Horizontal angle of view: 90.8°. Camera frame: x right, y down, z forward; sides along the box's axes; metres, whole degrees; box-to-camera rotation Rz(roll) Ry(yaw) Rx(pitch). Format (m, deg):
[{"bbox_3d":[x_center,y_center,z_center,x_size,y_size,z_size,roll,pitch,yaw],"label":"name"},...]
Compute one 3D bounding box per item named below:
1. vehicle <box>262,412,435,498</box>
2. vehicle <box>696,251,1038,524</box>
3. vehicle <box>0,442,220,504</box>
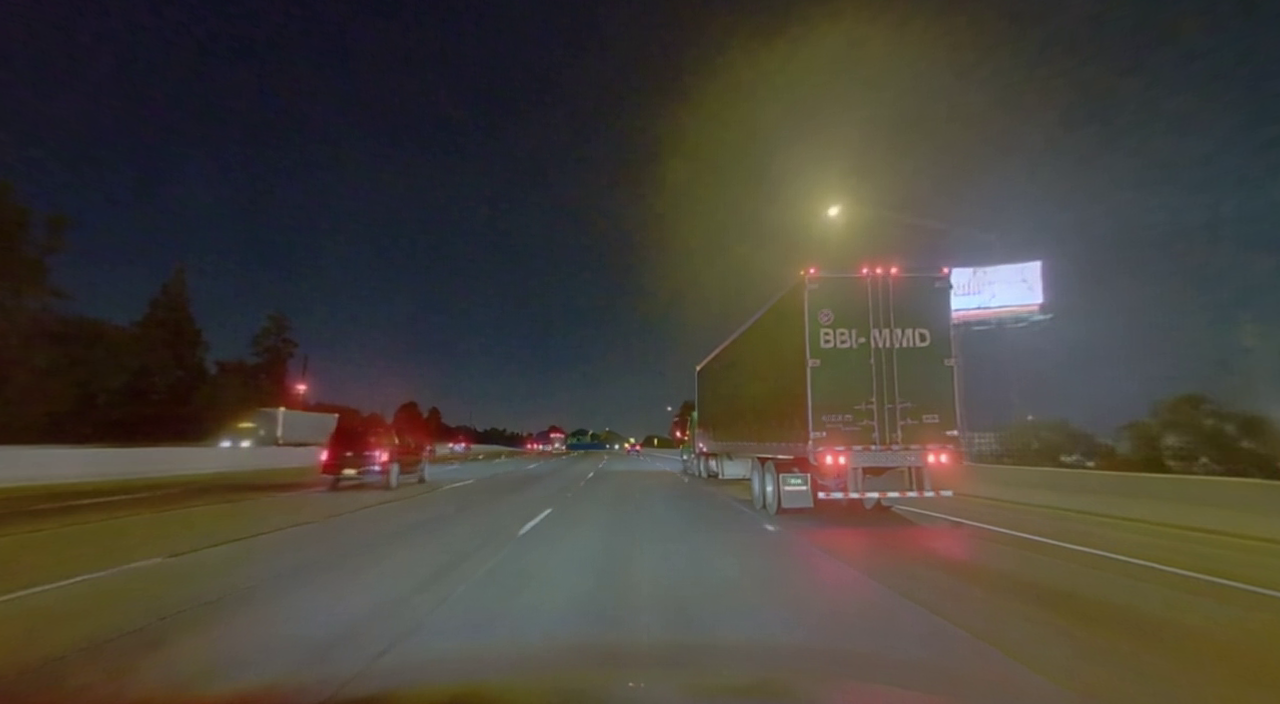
[{"bbox_3d":[-7.397,2.688,16.799,2.100,1.905,5.119,0,-8,0],"label":"vehicle"},{"bbox_3d":[3.904,1.547,16.603,2.891,3.944,15.051,0,-8,-2],"label":"vehicle"},{"bbox_3d":[-13.912,3.117,16.828,2.067,1.398,4.863,0,-8,1],"label":"vehicle"}]
